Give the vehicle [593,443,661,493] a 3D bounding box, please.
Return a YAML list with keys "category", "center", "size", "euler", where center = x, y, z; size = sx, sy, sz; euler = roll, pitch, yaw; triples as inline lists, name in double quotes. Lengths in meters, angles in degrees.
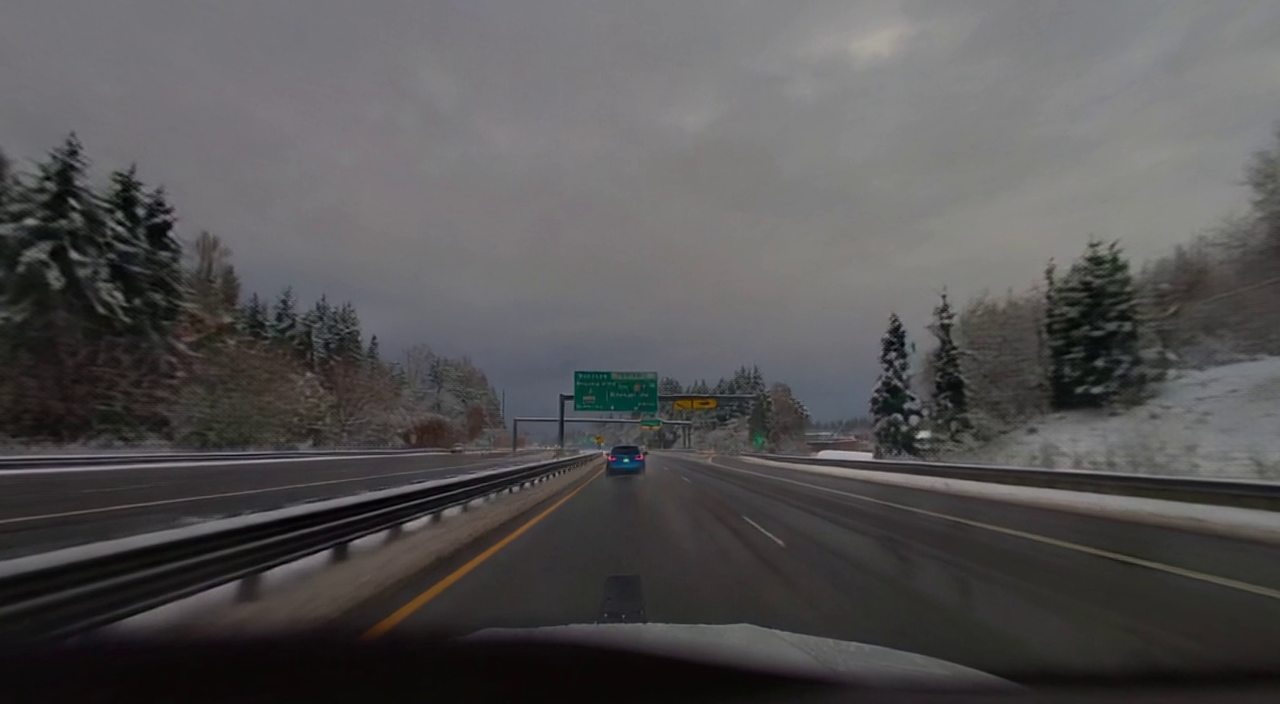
- category: "vehicle"
  center: [-0.389, 3.854, 21.324]
  size: [2.069, 1.523, 4.012]
  euler: [0, -9, 0]
